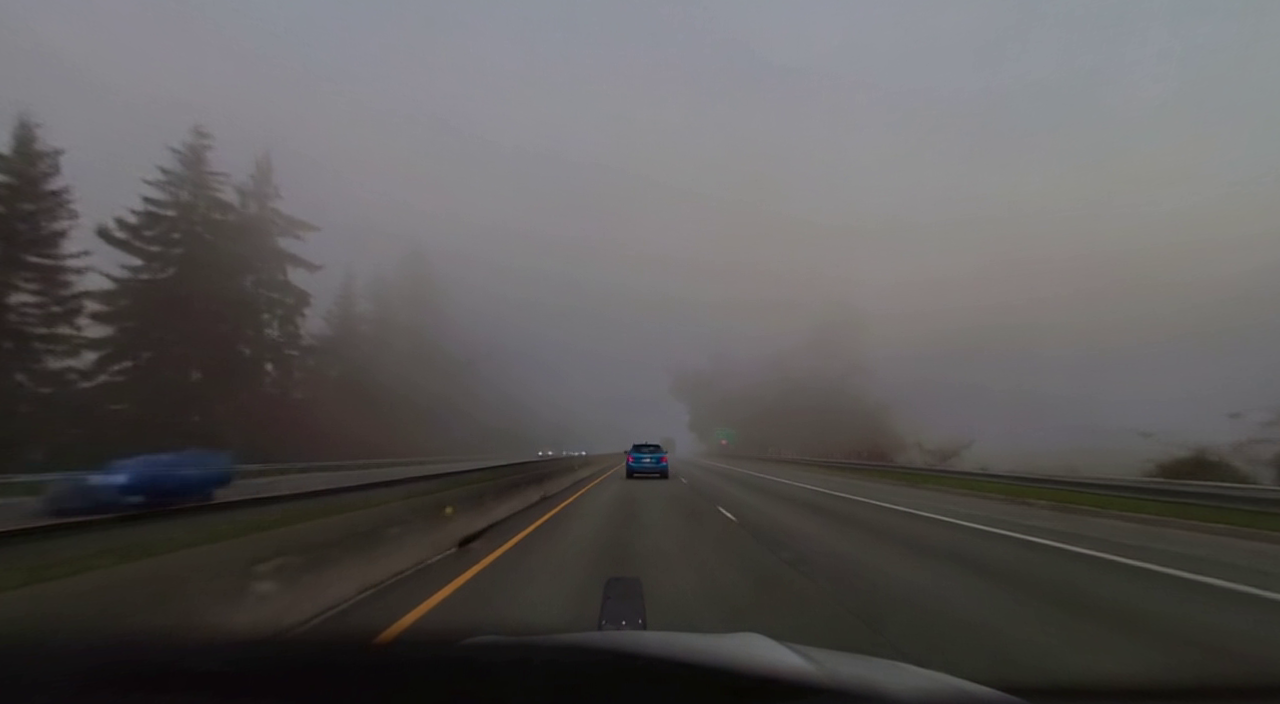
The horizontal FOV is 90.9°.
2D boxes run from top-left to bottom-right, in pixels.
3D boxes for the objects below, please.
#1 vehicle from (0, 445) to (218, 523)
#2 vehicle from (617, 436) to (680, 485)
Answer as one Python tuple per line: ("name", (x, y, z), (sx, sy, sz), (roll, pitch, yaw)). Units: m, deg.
("vehicle", (-12.280, 2.880, 14.352), (2.009, 1.446, 4.694), (0, -9, 1))
("vehicle", (0.309, 4.117, 24.118), (2.190, 1.706, 4.062), (0, -9, 0))
